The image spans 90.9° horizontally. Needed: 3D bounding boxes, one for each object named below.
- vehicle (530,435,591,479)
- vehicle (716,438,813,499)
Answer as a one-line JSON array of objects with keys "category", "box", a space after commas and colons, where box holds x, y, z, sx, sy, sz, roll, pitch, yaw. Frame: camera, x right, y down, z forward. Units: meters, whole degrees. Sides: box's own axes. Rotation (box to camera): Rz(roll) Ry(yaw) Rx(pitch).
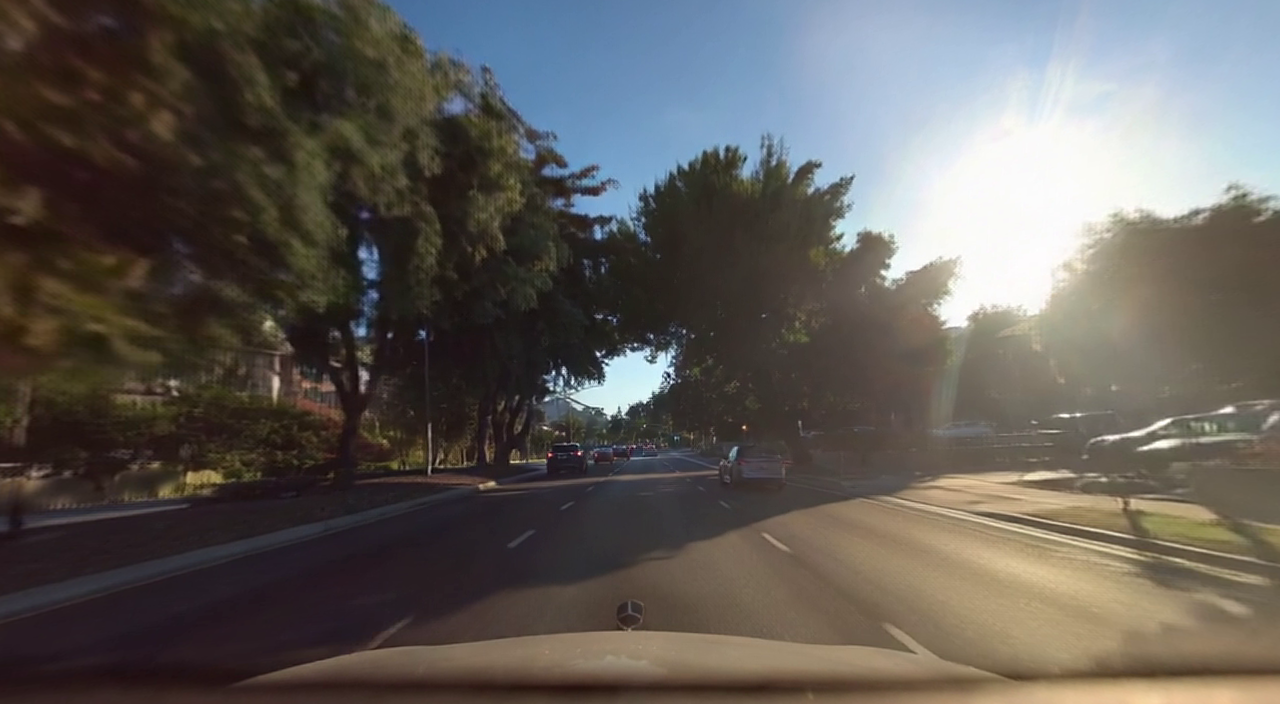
[{"category": "vehicle", "box": [-3.563, 4.812, 29.093, 2.216, 1.828, 4.886, 0, -8, -1]}, {"category": "vehicle", "box": [3.449, 3.309, 18.325, 1.945, 1.530, 4.320, 0, -8, 0]}]
